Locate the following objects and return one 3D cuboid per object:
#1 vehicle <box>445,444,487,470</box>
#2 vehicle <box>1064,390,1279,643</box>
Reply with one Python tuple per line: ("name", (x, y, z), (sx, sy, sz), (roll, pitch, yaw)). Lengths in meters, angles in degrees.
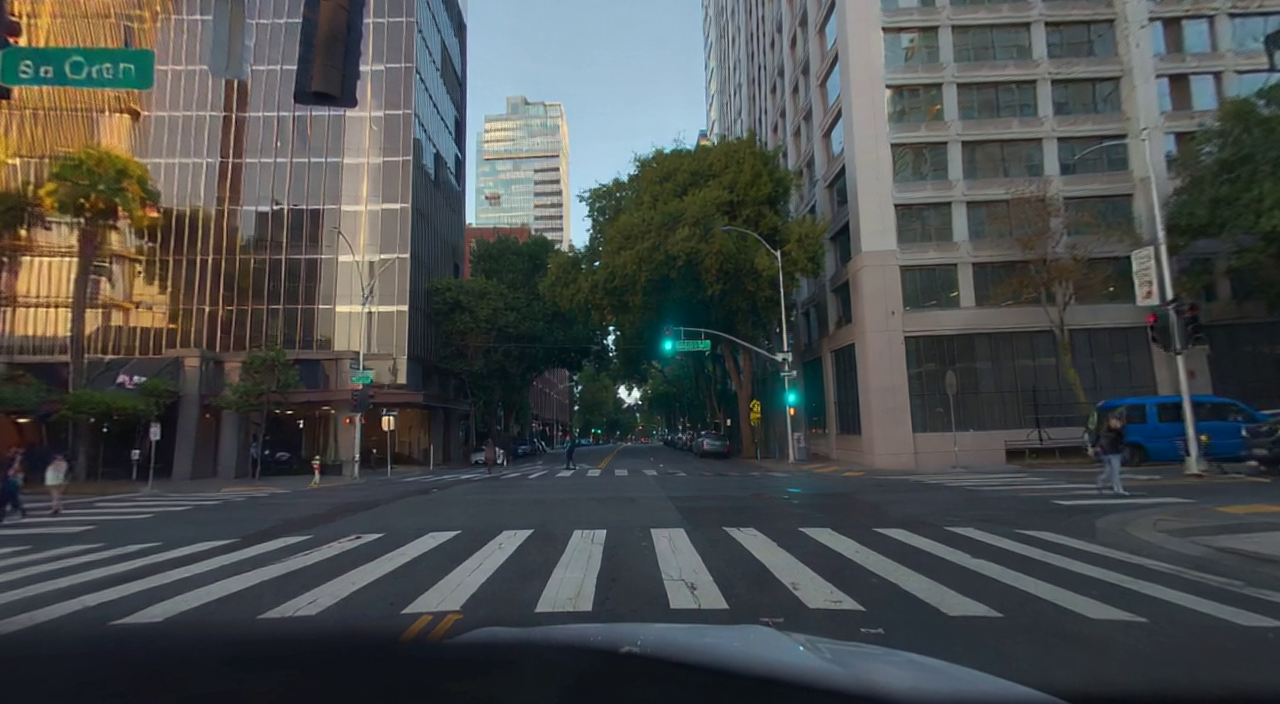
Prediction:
("vehicle", (-12.449, 7.505, 45.381), (1.935, 1.639, 4.244), (-3, -8, -2))
("vehicle", (5.658, 1.137, 4.270), (2.070, 1.804, 4.881), (0, -8, -1))
